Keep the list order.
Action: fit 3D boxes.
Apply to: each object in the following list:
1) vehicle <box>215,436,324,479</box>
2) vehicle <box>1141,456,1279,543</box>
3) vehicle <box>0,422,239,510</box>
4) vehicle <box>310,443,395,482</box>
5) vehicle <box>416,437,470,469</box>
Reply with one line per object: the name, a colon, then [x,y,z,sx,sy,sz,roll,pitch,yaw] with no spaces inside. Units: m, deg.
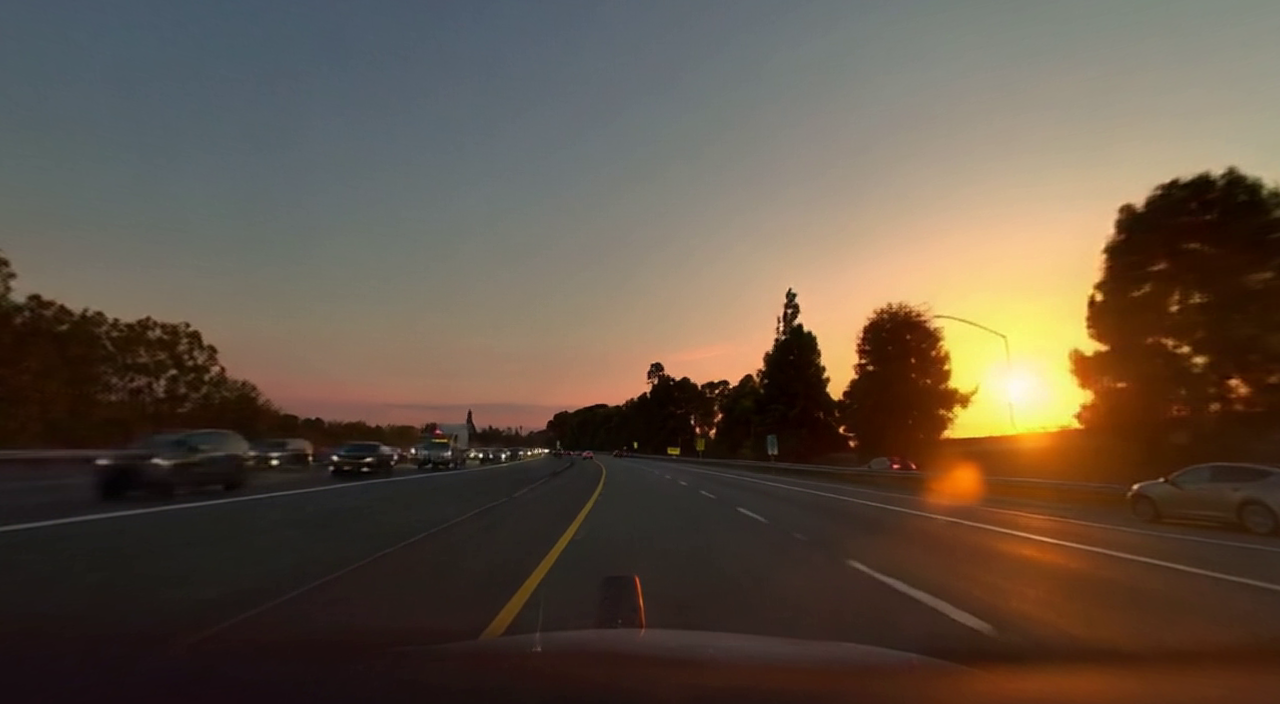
vehicle: [-16.549,4.746,28.378,2.172,1.731,4.901,0,-9,-4]
vehicle: [12.618,2.817,12.125,1.941,1.536,4.585,0,-9,-1]
vehicle: [-10.950,2.407,13.561,1.924,1.579,4.165,0,-9,-3]
vehicle: [-11.601,4.488,25.614,1.817,1.455,3.867,0,-9,-3]
vehicle: [-13.173,6.831,42.329,2.195,1.976,5.455,0,-9,-4]
